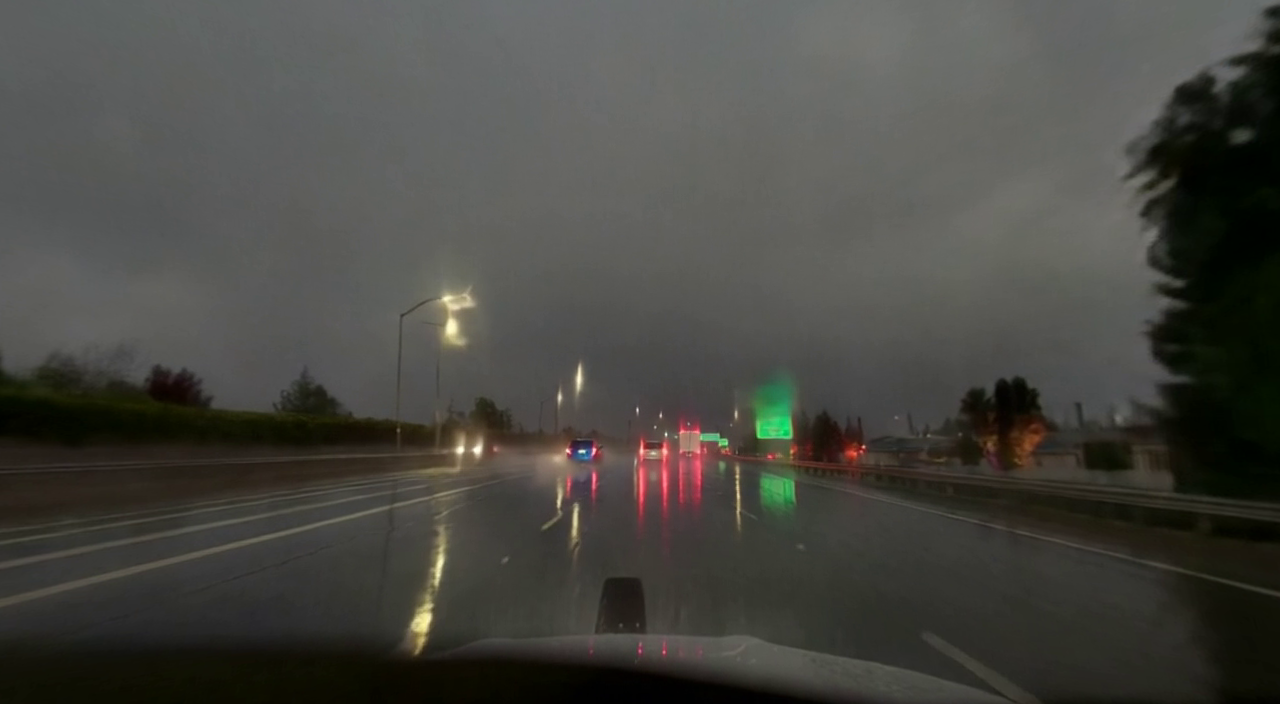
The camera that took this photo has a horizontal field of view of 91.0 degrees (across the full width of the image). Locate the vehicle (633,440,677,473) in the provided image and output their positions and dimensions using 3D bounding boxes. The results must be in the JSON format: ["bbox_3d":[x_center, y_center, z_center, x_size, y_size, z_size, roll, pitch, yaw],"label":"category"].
[{"bbox_3d":[0.760,5.282,32.092,2.086,1.548,4.325,0,-9,1],"label":"vehicle"}]

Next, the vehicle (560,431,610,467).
[{"bbox_3d":[-3.095,5.624,36.484,2.264,1.901,4.647,-1,-9,2],"label":"vehicle"}]
